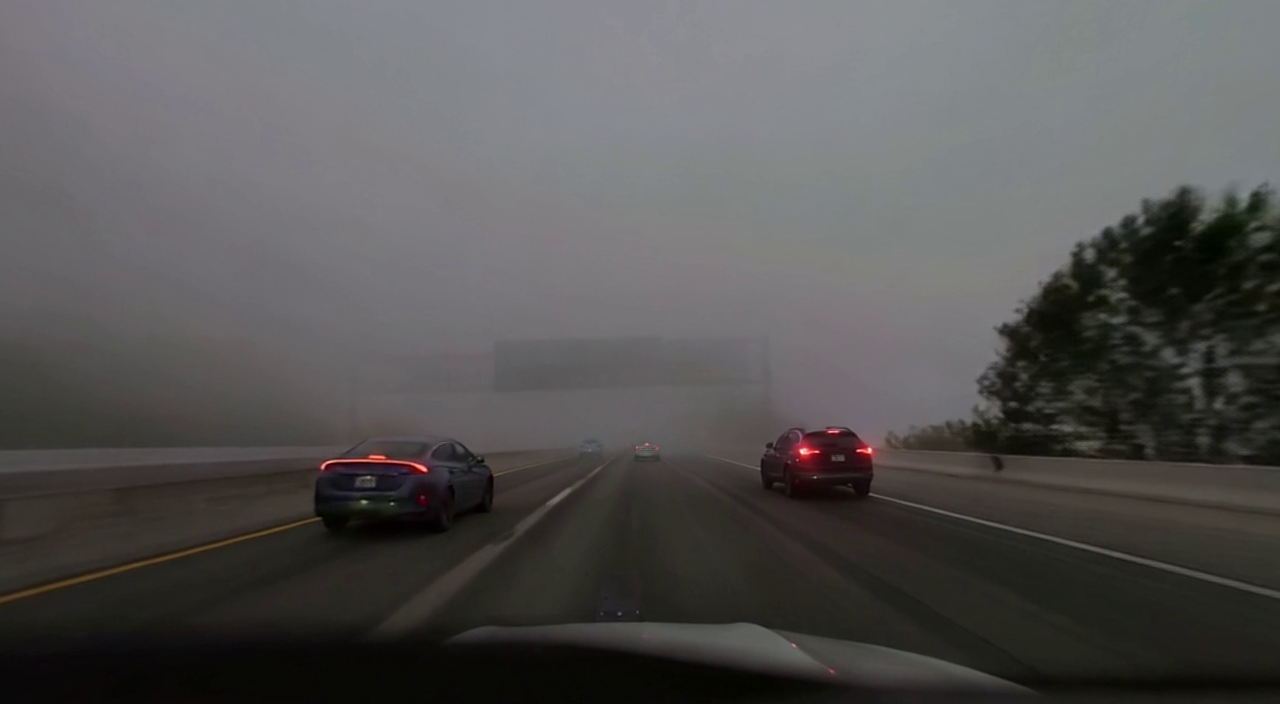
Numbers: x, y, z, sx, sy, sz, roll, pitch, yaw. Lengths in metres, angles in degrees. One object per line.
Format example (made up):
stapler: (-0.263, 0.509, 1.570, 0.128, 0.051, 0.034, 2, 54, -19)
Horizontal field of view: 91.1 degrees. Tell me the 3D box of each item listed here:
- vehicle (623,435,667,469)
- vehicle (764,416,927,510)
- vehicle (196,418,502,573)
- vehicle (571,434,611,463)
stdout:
vehicle: (0.278, 4.975, 31.426, 2.049, 1.542, 3.816, 0, -8, 1)
vehicle: (4.210, 2.343, 13.731, 2.025, 1.707, 4.279, 0, -8, -1)
vehicle: (-3.487, 1.792, 8.746, 2.066, 1.561, 4.495, 0, -8, 1)
vehicle: (-2.956, 5.972, 38.892, 2.044, 1.682, 4.201, 0, -8, 2)
